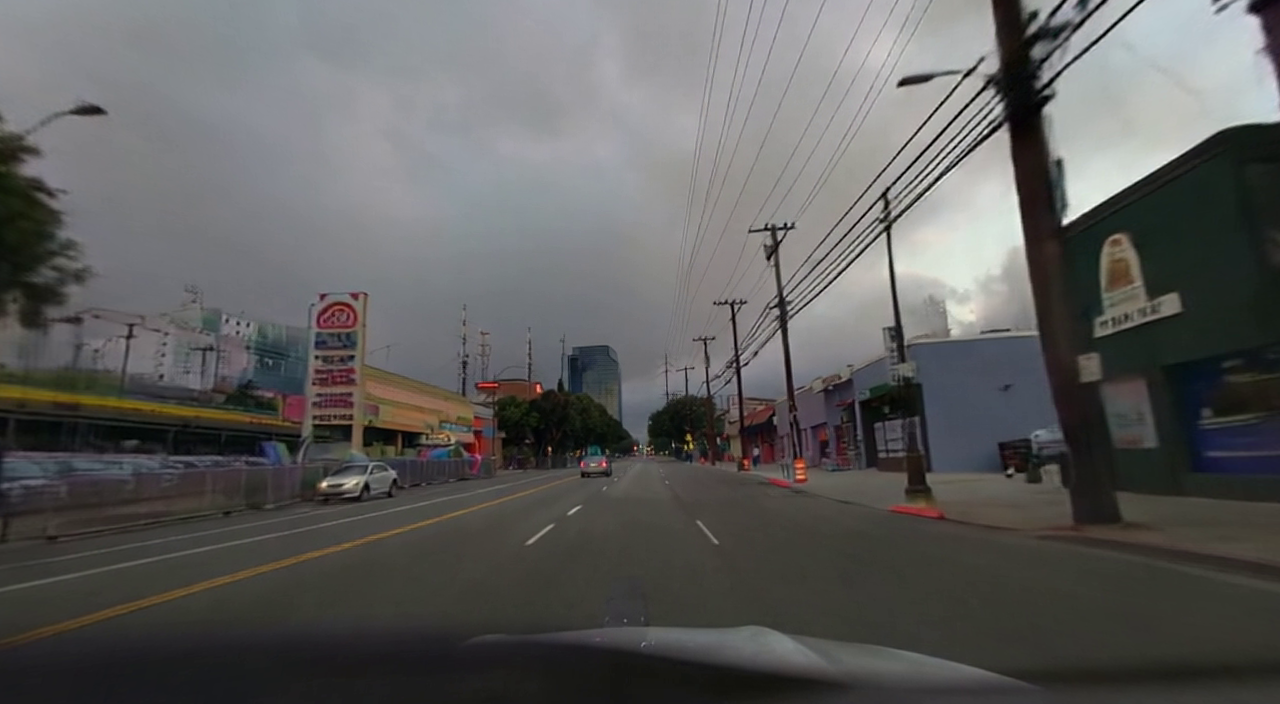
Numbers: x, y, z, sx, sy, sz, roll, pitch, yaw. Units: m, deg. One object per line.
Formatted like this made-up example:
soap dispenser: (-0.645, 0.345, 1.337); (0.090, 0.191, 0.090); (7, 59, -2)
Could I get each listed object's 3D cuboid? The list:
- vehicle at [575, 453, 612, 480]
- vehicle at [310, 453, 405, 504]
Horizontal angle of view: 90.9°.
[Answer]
vehicle: (-2.973, 7.448, 41.097); (2.036, 1.589, 4.549); (0, -9, 1)
vehicle: (-11.927, 5.333, 26.988); (2.052, 1.898, 4.253); (0, -9, 1)
